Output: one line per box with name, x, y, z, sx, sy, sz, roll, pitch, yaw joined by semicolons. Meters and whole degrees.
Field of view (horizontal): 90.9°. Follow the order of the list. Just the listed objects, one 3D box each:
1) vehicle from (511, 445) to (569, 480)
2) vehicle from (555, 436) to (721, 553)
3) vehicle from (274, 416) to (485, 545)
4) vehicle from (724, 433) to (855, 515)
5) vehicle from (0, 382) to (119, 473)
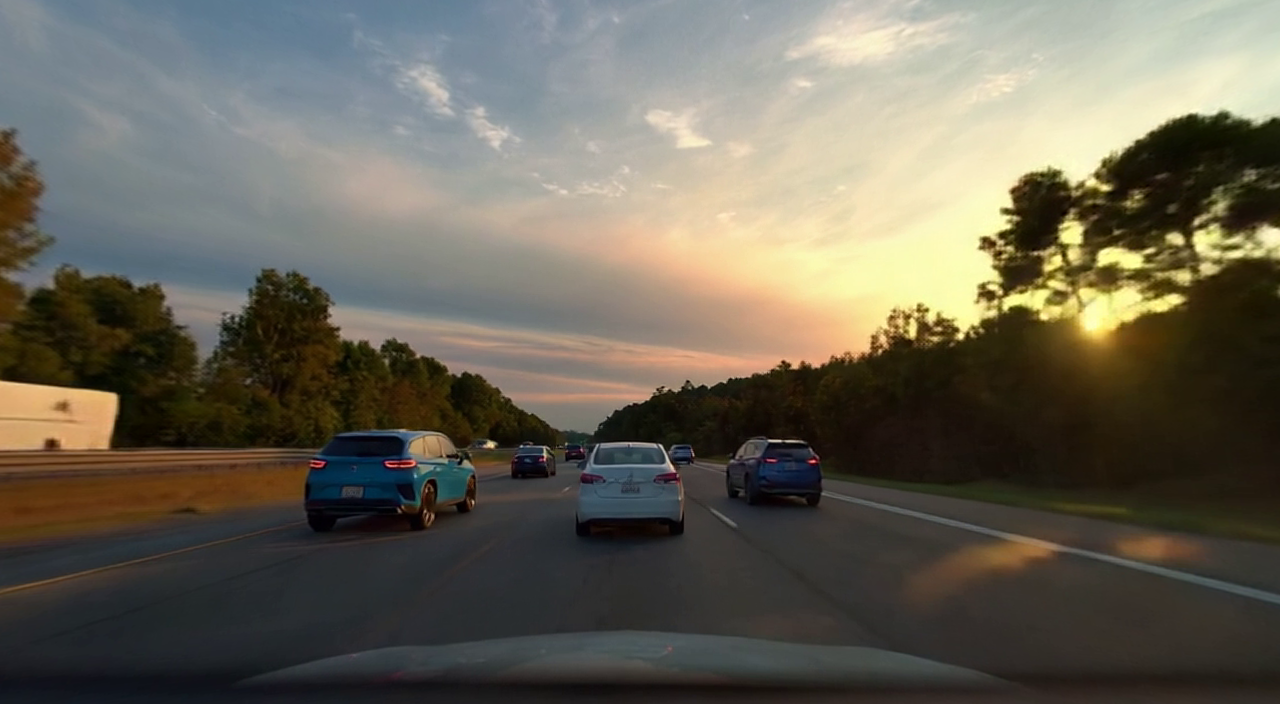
vehicle;-4.581;5.115;29.439;2.122;1.491;3.800;0;-9;-1
vehicle;-0.098;2.164;10.251;2.120;1.478;4.179;0;-9;-2
vehicle;-3.991;2.038;10.542;1.830;1.703;4.142;0;-9;-2
vehicle;3.395;2.869;15.254;1.996;1.688;4.207;0;-9;-2
vehicle;-20.428;2.423;19.908;2.417;2.689;6.486;0;-9;-1
